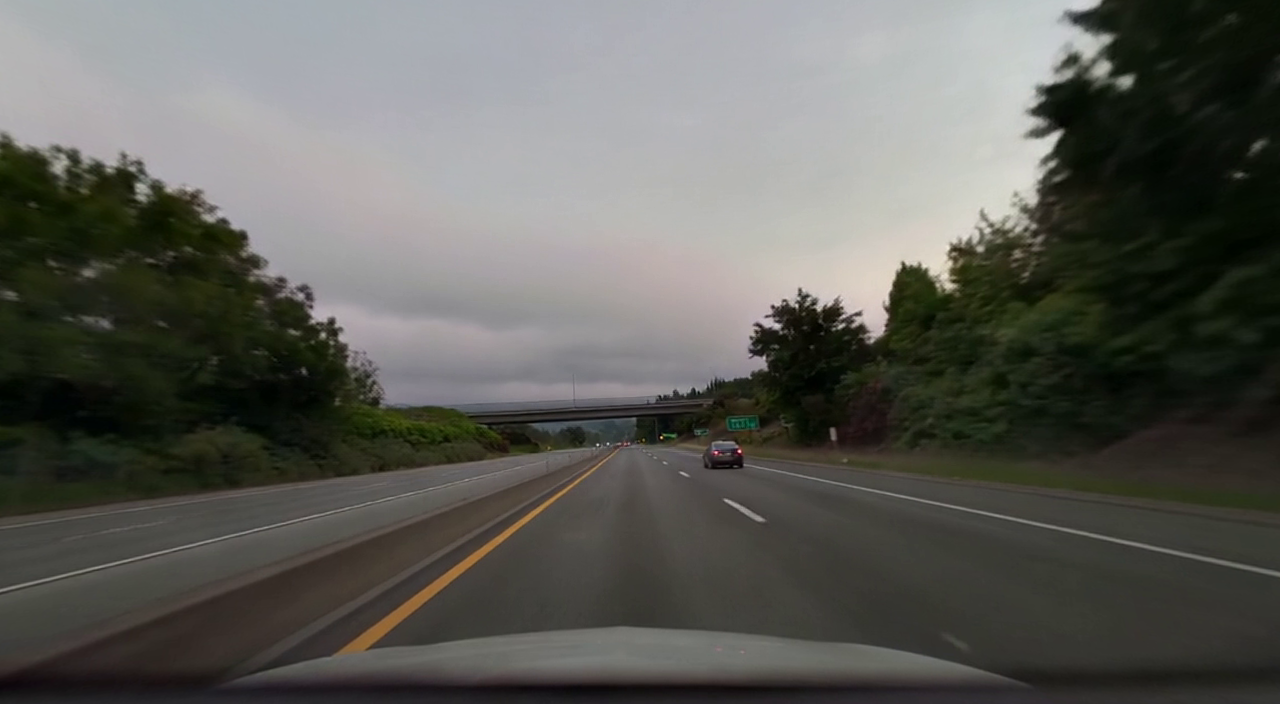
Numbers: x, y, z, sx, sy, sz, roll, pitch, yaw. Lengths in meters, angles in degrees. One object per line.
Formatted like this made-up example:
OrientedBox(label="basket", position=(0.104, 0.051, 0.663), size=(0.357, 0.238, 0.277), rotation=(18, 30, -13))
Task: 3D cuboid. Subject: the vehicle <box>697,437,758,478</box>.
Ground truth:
OrientedBox(label="vehicle", position=(3.376, 4.118, 24.885), size=(1.781, 1.470, 3.540), rotation=(0, -8, -2))
